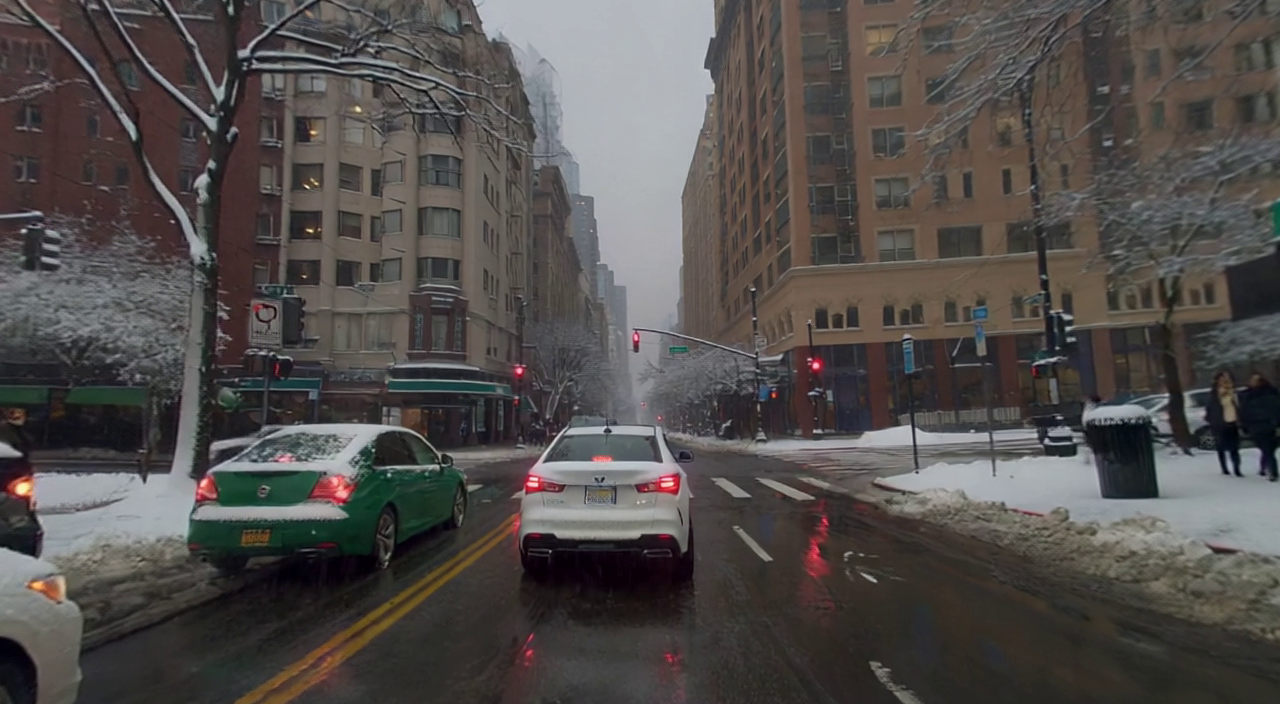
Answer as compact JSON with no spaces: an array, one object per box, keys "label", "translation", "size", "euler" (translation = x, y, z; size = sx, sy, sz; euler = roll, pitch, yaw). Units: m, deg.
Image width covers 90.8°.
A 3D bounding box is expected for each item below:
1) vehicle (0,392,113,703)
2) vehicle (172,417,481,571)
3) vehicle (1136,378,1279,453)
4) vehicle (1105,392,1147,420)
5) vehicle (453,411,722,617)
[{"label":"vehicle","translation":[-3.906,0.703,1.183],"size":[1.995,1.524,4.438],"euler":[0,-8,0]},{"label":"vehicle","translation":[-3.684,1.742,8.521],"size":[1.934,1.522,4.287],"euler":[0,-8,0]},{"label":"vehicle","translation":[21.637,2.354,22.876],"size":[5.863,2.493,2.354],"euler":[2,-9,-12]},{"label":"vehicle","translation":[33.733,3.792,43.951],"size":[1.958,1.667,4.392],"euler":[-6,-10,34]},{"label":"vehicle","translation":[-0.408,1.498,6.731],"size":[1.999,1.520,3.896],"euler":[0,-8,0]}]
